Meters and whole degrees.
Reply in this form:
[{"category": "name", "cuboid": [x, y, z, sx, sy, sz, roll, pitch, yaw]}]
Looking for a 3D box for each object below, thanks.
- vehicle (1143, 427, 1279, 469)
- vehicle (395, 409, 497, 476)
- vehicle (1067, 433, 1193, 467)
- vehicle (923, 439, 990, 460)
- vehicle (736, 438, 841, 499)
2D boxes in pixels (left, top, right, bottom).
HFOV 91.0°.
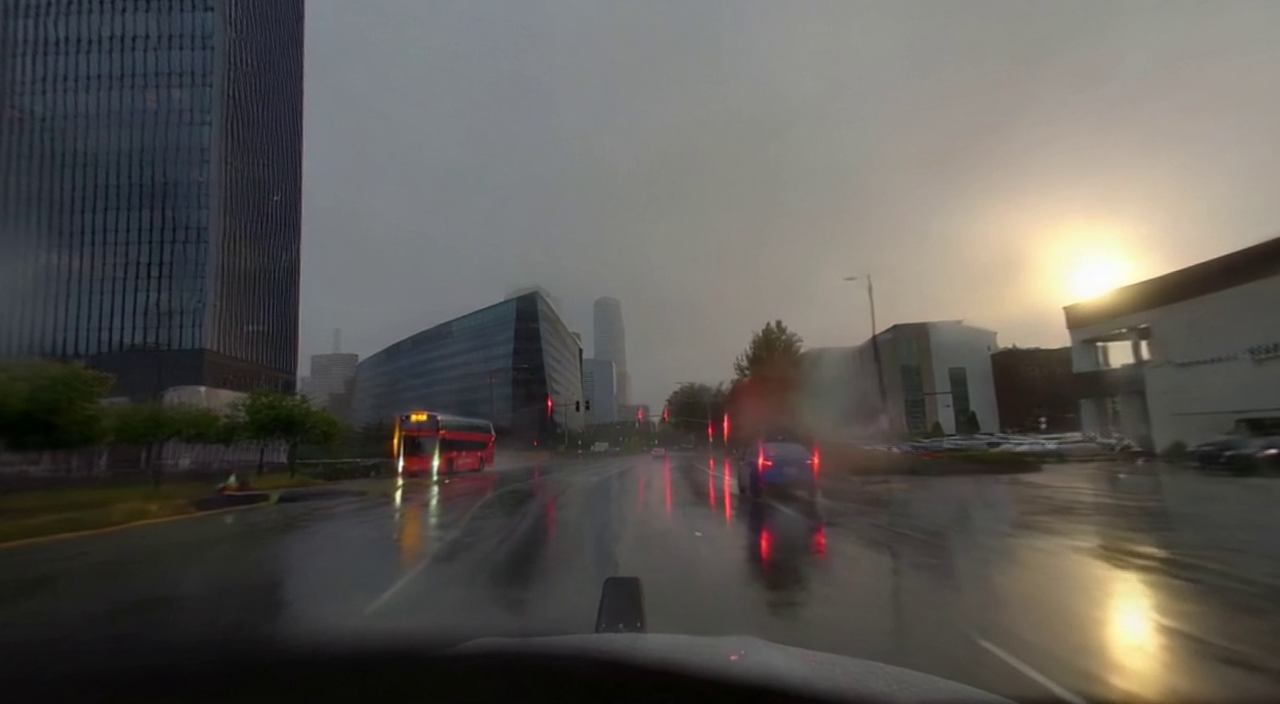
[{"category": "vehicle", "cuboid": [21.980, 3.641, 23.877, 4.069, 1.486, 2.055, 0, -8, -2]}, {"category": "vehicle", "cuboid": [-14.450, 7.061, 48.786, 3.110, 4.418, 13.688, -1, -9, 2]}, {"category": "vehicle", "cuboid": [22.600, 4.554, 29.188, 4.135, 1.480, 1.915, 0, -9, 2]}, {"category": "vehicle", "cuboid": [23.479, 7.281, 46.890, 3.983, 1.479, 1.857, -1, -9, 7]}, {"category": "vehicle", "cuboid": [4.065, 3.268, 18.020, 1.993, 1.501, 4.127, 0, -9, 0]}]
